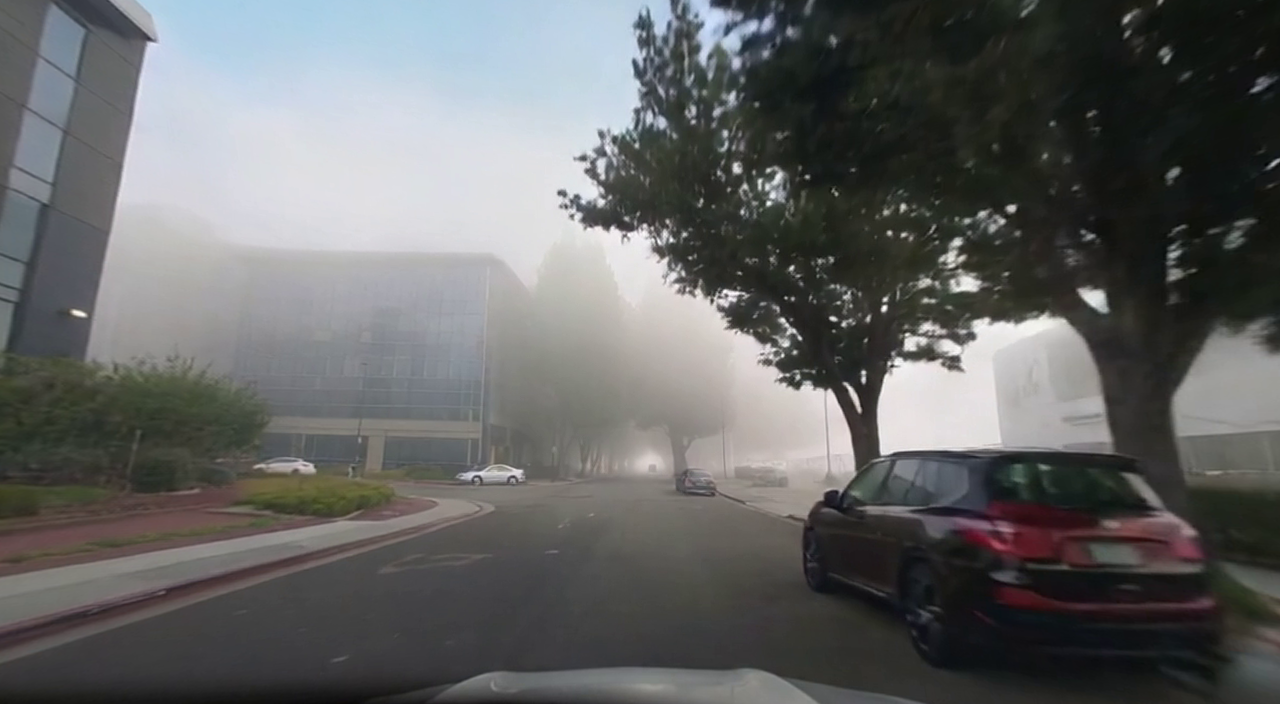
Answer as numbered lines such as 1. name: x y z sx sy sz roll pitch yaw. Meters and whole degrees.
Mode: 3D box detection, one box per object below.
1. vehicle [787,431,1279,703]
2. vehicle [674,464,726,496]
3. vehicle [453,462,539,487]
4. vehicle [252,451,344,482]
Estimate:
1. vehicle: 2.834 1.689 5.721 1.962 1.627 4.371 2 -10 0
2. vehicle: 2.872 6.280 31.119 2.073 1.434 3.899 1 -11 -2
3. vehicle: -8.904 7.604 39.106 4.770 1.448 1.983 9 -13 -38
4. vehicle: -19.759 6.663 36.549 4.118 1.482 1.889 2 -12 2
